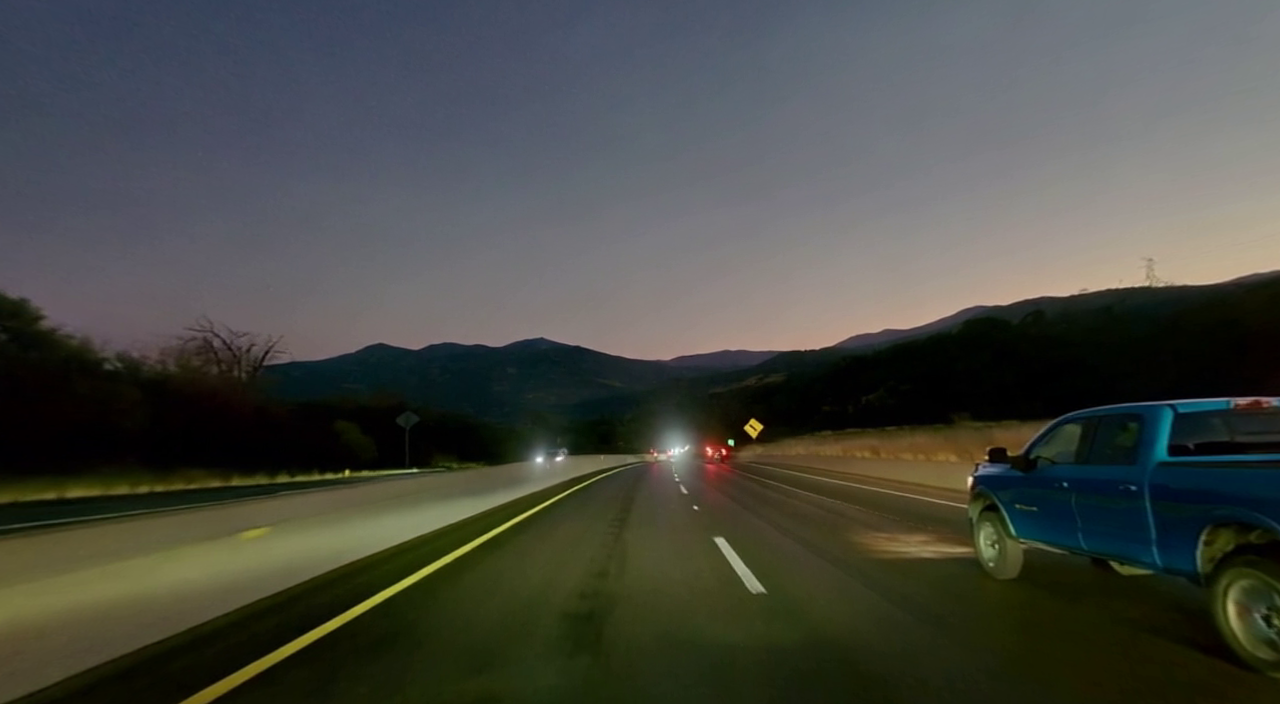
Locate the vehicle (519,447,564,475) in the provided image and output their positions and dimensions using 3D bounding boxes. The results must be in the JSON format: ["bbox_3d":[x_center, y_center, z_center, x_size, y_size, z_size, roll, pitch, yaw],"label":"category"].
[{"bbox_3d":[-6.478,7.214,42.039,2.087,1.701,4.627,0,-9,2],"label":"vehicle"}]

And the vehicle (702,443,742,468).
[{"bbox_3d":[5.520,7.045,43.131,2.249,1.635,4.118,0,-9,1],"label":"vehicle"}]

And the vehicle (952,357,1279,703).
[{"bbox_3d":[3.803,0.954,3.046,2.151,1.744,4.709,0,-9,0],"label":"vehicle"}]
